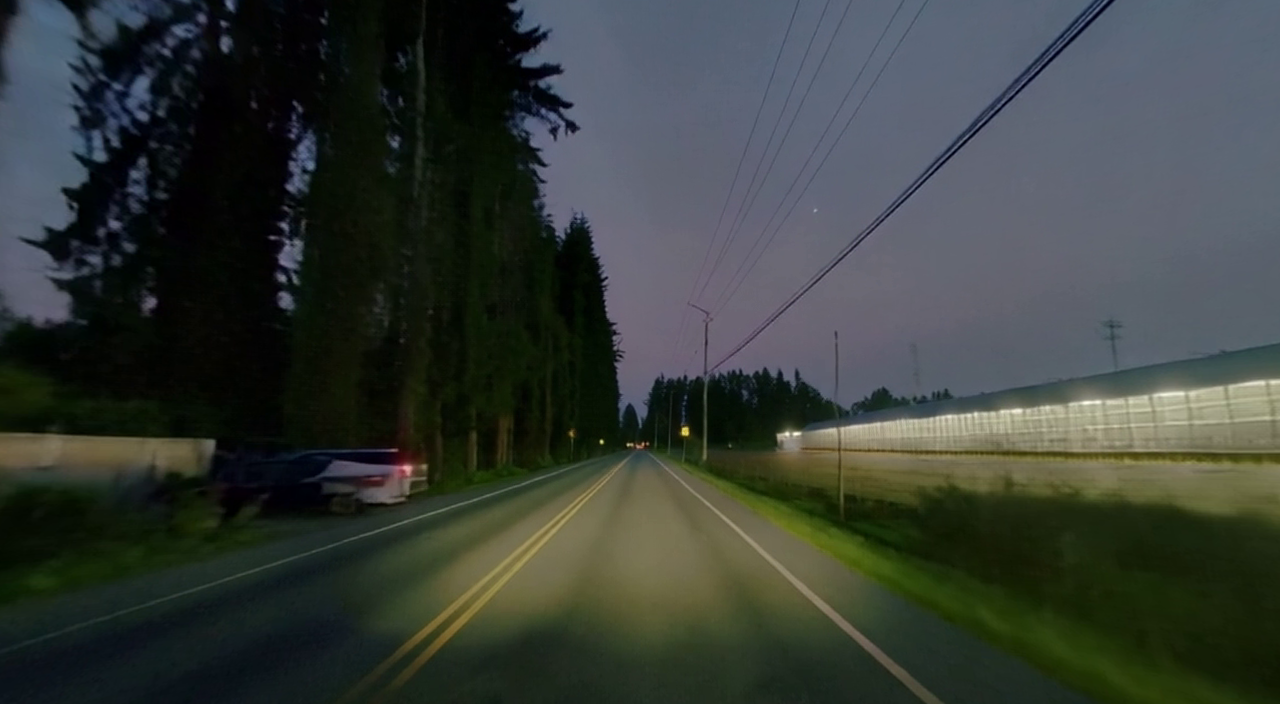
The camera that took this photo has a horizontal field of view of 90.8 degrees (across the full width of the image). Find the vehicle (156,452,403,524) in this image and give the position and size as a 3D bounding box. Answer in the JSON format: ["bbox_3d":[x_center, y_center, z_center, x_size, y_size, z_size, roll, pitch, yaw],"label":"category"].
[{"bbox_3d":[-8.138,3.084,14.601,4.525,1.499,1.934,0,-8,1],"label":"vehicle"}]
